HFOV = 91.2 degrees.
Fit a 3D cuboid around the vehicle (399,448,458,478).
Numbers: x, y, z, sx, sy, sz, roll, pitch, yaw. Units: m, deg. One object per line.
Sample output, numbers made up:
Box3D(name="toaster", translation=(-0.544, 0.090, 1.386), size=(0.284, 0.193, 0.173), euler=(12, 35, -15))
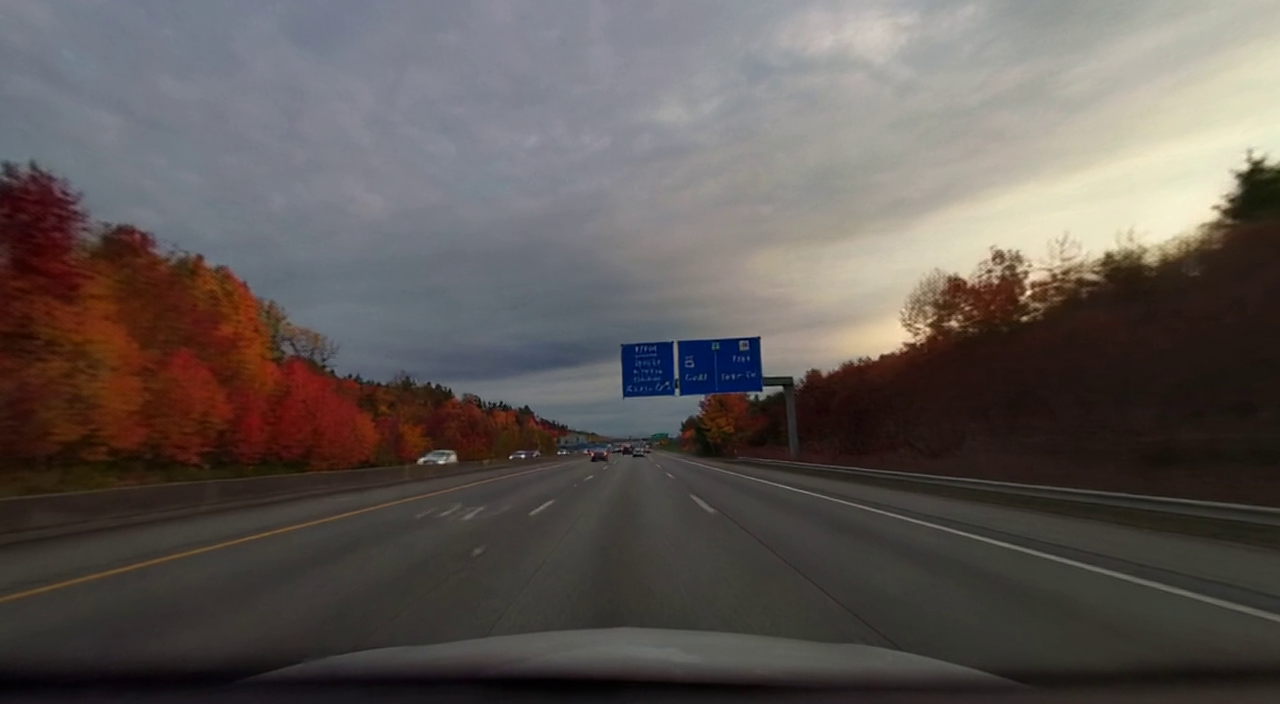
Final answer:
Box3D(name="vehicle", translation=(-11.868, 6.237, 35.410), size=(1.841, 1.547, 4.273), euler=(0, -9, 0))
